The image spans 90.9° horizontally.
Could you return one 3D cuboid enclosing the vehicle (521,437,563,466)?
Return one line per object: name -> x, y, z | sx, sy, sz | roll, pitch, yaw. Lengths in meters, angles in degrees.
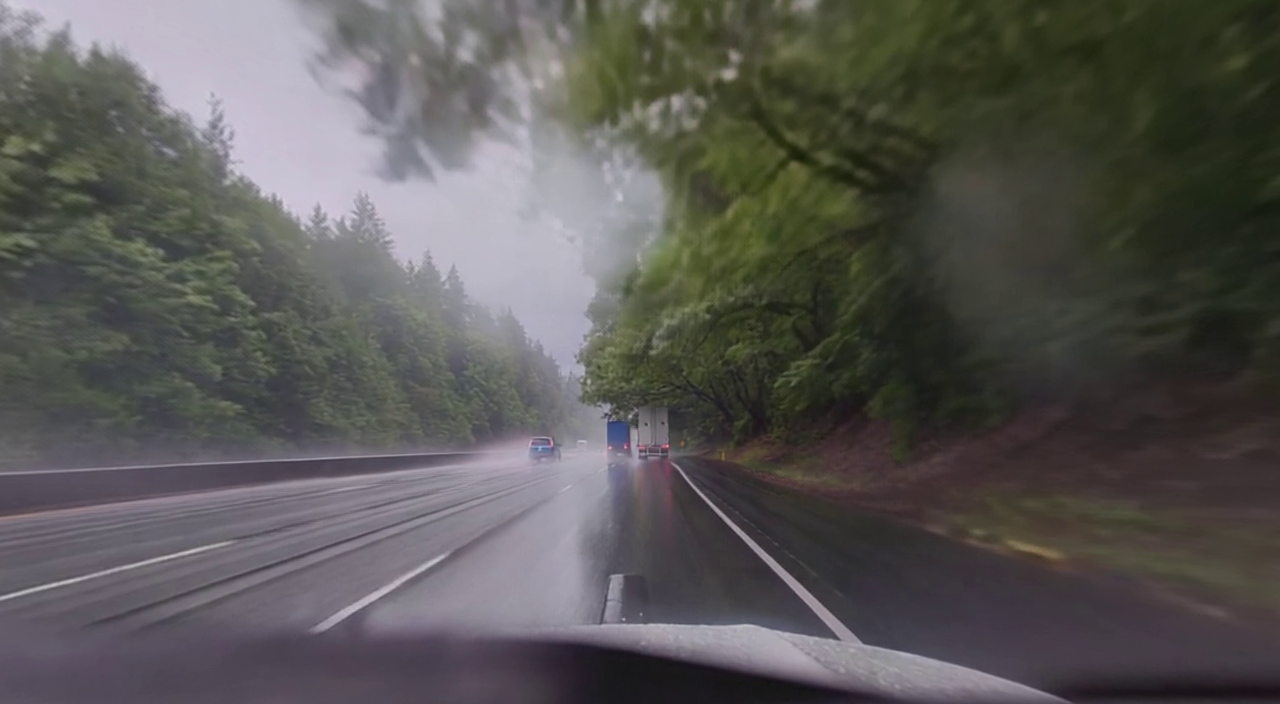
vehicle -> -6.827, 6.972, 44.437 | 2.149, 1.884, 4.627 | 0, -8, 2
